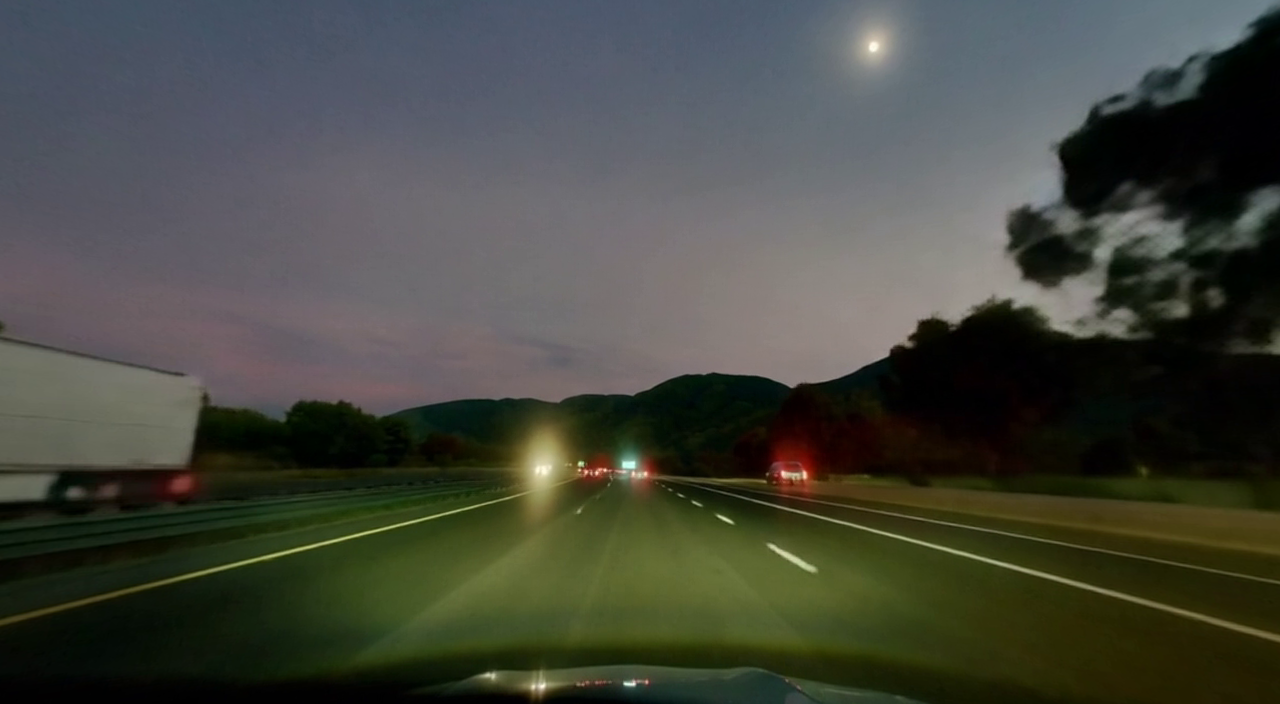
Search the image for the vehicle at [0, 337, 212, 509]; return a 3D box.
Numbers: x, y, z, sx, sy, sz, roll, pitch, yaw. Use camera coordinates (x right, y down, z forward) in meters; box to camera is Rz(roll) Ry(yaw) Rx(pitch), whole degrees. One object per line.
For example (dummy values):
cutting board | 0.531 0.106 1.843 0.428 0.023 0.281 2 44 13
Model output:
vehicle | -16.891 1.755 15.419 3.181 4.029 14.087 1 -11 -1
